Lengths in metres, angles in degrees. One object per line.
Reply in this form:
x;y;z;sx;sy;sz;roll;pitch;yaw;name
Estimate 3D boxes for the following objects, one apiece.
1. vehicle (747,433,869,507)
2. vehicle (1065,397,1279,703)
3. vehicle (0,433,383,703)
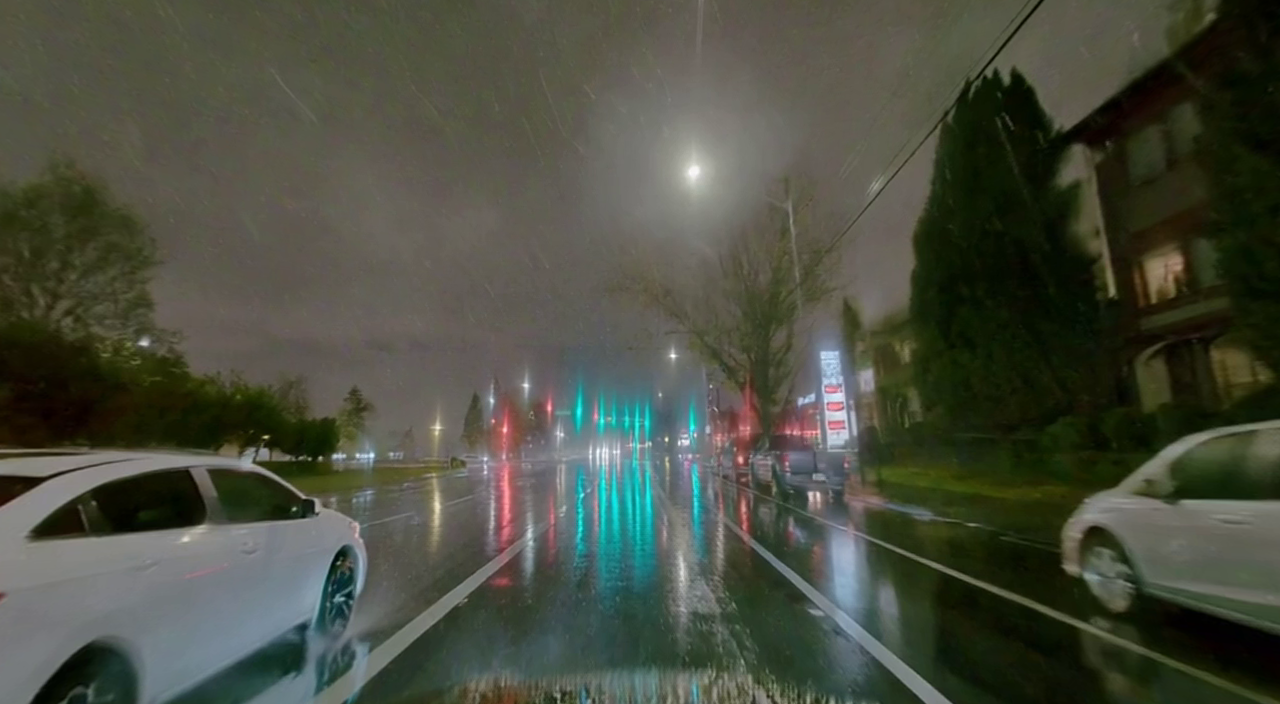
4.326;3.100;17.155;2.032;1.703;4.650;0;-8;0;vehicle
4.305;0.968;2.689;2.038;1.633;4.166;0;-8;0;vehicle
-3.023;1.094;2.767;1.874;1.424;4.553;-1;-8;0;vehicle
